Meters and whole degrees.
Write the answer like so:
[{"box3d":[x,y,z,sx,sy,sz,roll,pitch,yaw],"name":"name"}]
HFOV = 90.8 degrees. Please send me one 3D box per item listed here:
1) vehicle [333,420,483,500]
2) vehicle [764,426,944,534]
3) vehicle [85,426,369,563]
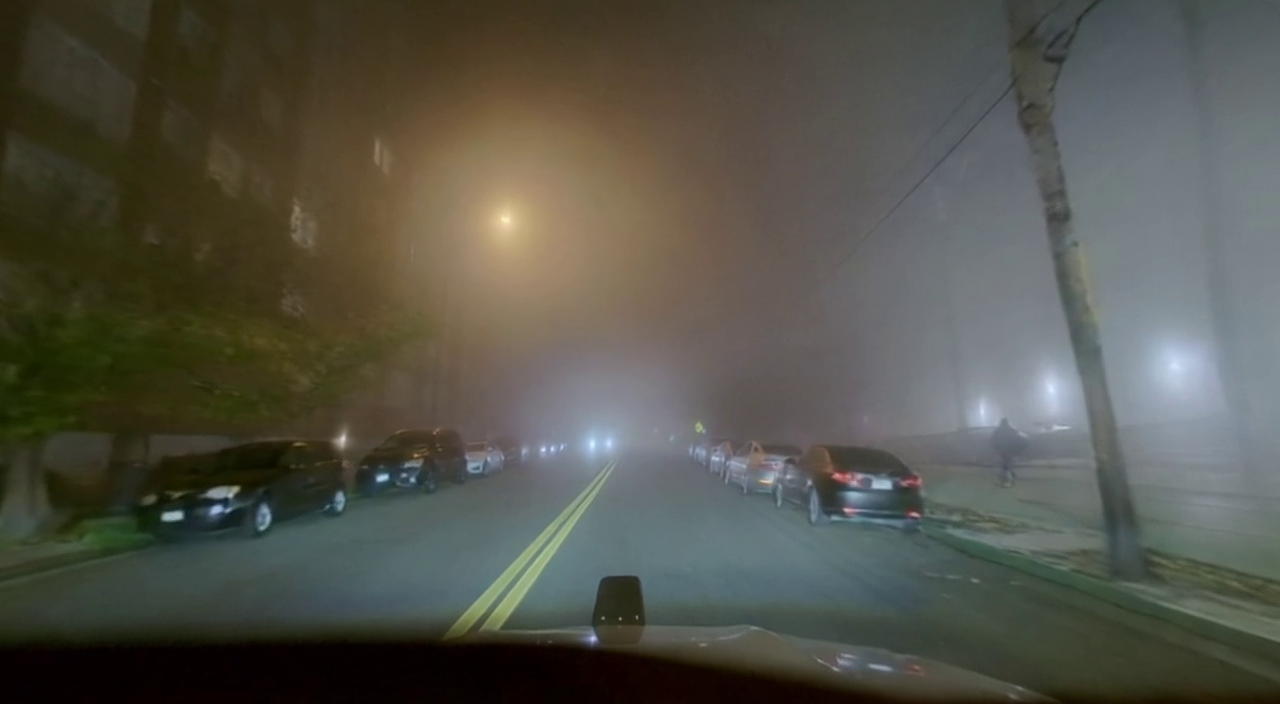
[{"box3d":[-6.166,2.882,17.554,2.175,1.849,4.725,-2,-7,3],"name":"vehicle"},{"box3d":[3.805,2.300,12.241,1.924,1.657,4.665,0,-7,1],"name":"vehicle"},{"box3d":[-6.376,2.130,10.498,1.763,1.612,4.462,-5,-7,-1],"name":"vehicle"}]
